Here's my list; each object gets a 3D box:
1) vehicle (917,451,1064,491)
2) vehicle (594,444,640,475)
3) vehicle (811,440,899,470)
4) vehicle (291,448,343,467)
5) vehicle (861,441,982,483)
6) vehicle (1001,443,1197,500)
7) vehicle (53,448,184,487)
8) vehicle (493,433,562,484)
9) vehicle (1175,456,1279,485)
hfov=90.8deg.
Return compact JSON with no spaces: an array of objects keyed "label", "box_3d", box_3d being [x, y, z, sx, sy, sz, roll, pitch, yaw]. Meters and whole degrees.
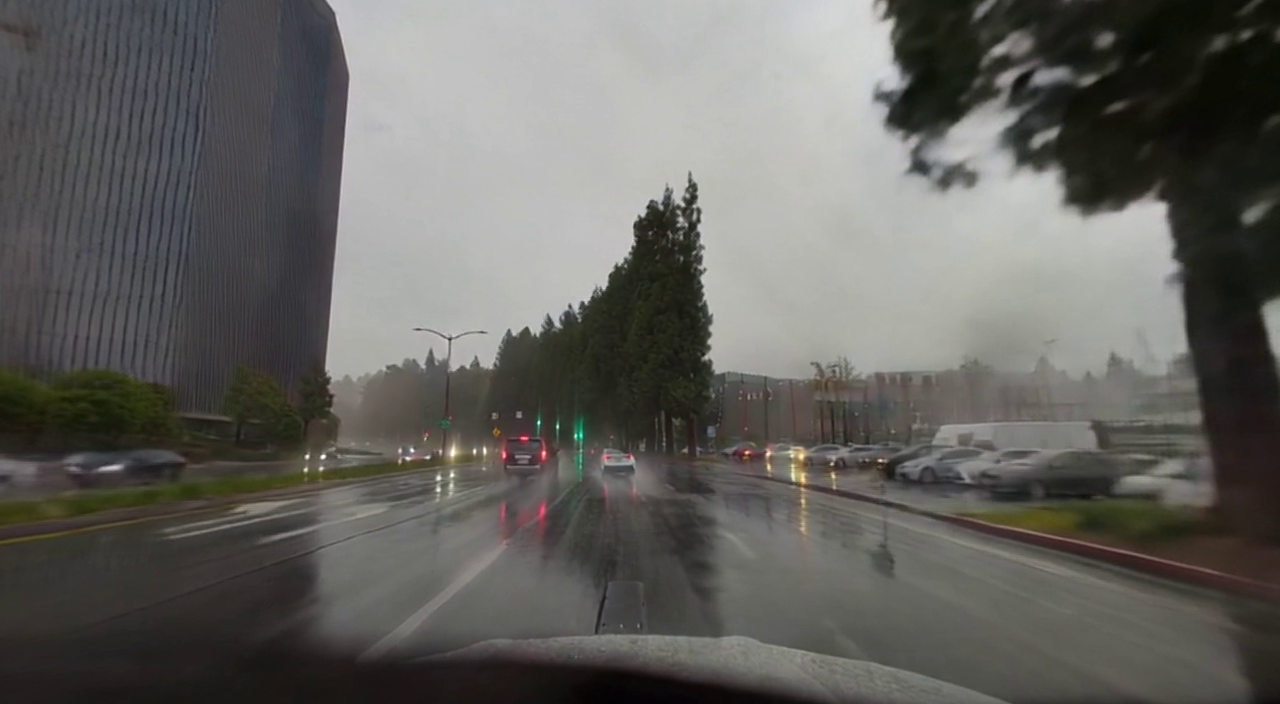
[{"label":"vehicle","box_3d":[12.897,4.406,23.462,4.383,1.348,1.715,-1,-9,1]},{"label":"vehicle","box_3d":[-1.170,5.135,30.470,2.050,1.385,4.096,0,-8,-4]},{"label":"vehicle","box_3d":[12.542,6.053,37.032,4.489,1.652,1.783,-1,-9,1]},{"label":"vehicle","box_3d":[-23.970,7.807,47.005,1.842,1.315,4.463,1,-8,-5]},{"label":"vehicle","box_3d":[12.678,4.970,28.664,4.569,1.813,1.872,0,-8,-3]},{"label":"vehicle","box_3d":[13.546,3.557,18.892,4.264,1.566,1.854,-1,-10,4]},{"label":"vehicle","box_3d":[-20.321,4.466,24.904,1.751,1.342,4.414,1,-8,-6]},{"label":"vehicle","box_3d":[-4.297,4.137,24.846,2.001,1.784,4.483,0,-8,-2]},{"label":"vehicle","box_3d":[31.754,6.325,34.109,1.689,1.351,4.643,0,-8,0]}]
